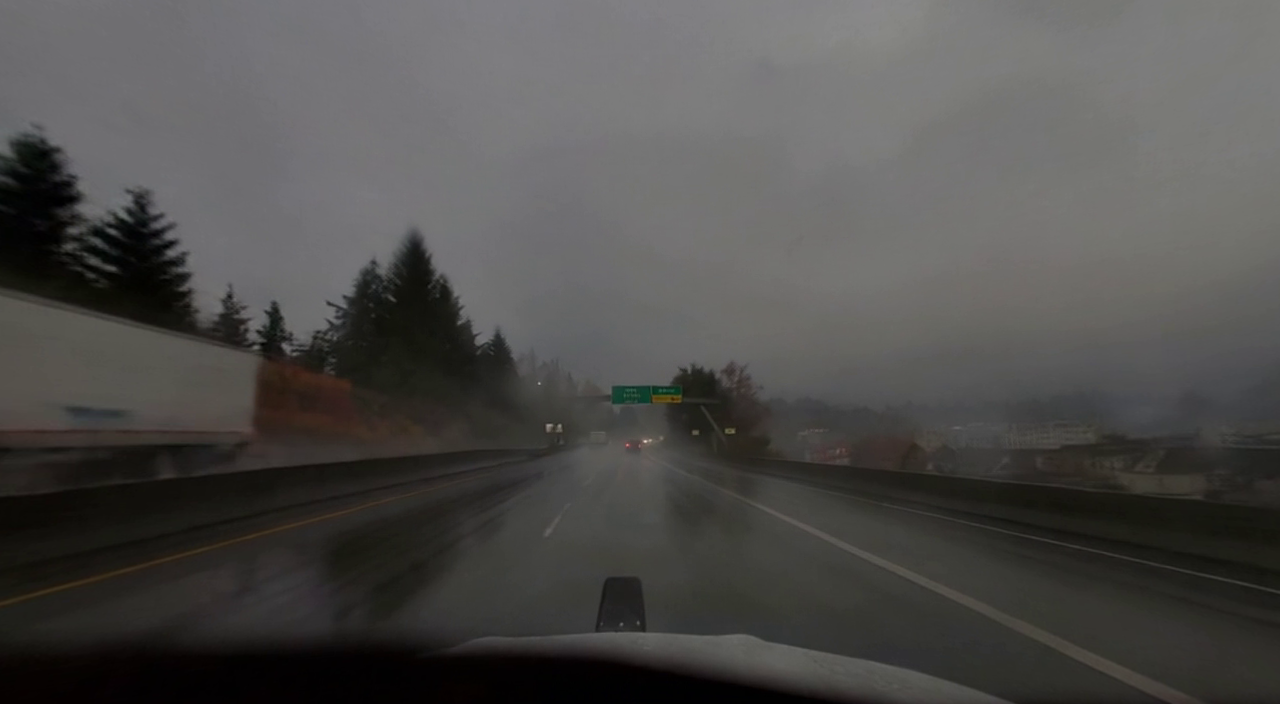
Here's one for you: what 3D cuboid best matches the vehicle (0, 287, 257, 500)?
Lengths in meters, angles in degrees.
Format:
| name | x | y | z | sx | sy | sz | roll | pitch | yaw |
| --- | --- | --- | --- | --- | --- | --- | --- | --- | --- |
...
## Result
| name | x | y | z | sx | sy | sz | roll | pitch | yaw |
| --- | --- | --- | --- | --- | --- | --- | --- | --- | --- |
| vehicle | -13.995 | 1.356 | 16.191 | 2.894 | 4.114 | 8.618 | 1 | -8 | -1 |
